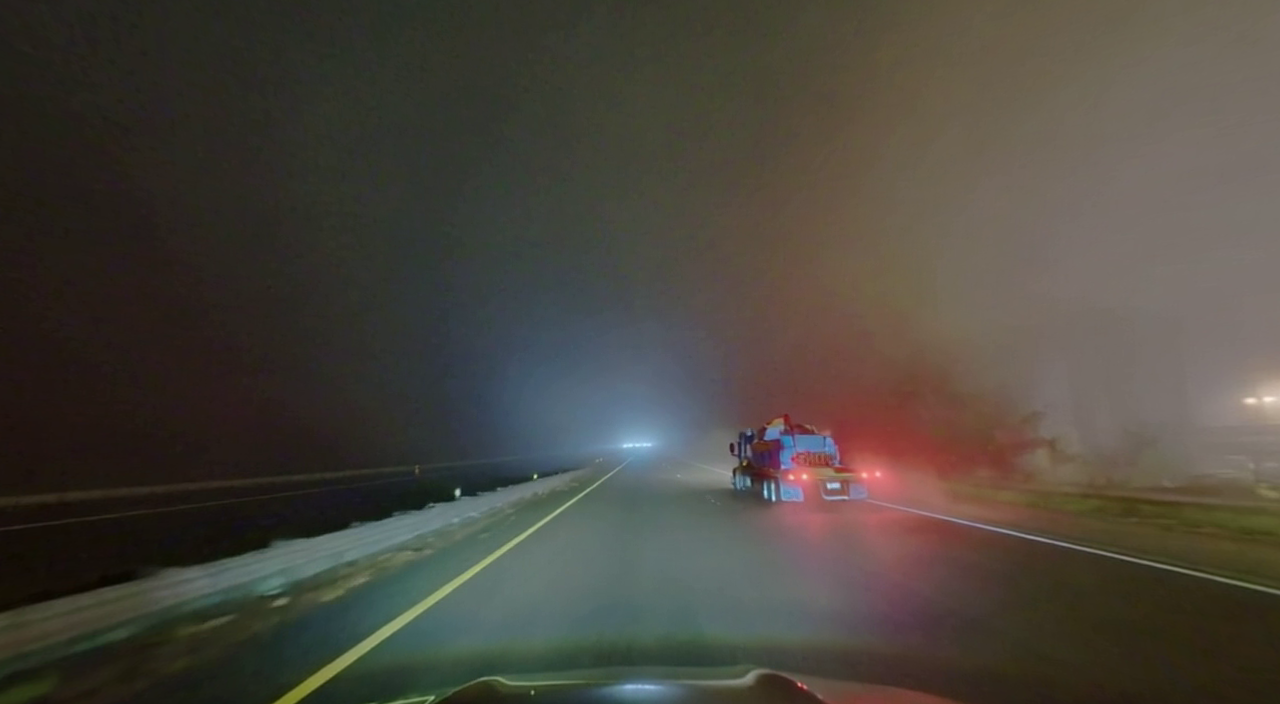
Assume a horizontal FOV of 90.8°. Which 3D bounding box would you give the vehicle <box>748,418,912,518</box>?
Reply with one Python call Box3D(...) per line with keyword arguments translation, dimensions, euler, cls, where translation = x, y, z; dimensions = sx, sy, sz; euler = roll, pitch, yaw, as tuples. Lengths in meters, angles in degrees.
Box3D(translation=(4.317, 2.765, 15.490), dimensions=(2.309, 2.003, 5.139), euler=(0, -9, -1), cls="vehicle")
